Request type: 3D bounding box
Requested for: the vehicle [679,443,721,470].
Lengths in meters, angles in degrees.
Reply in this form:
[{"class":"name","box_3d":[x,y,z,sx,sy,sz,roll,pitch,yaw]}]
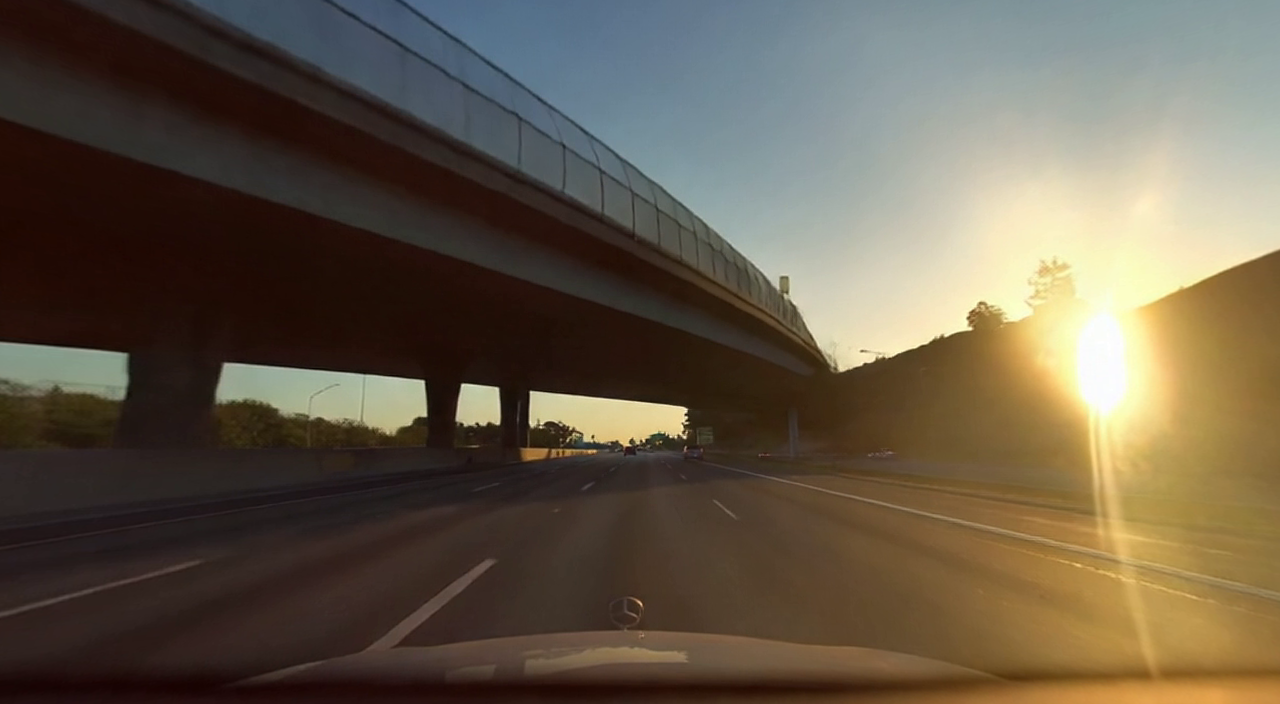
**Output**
[{"class":"vehicle","box_3d":[3.532,6.249,37.700,2.033,1.501,4.398,0,-9,-1]}]
